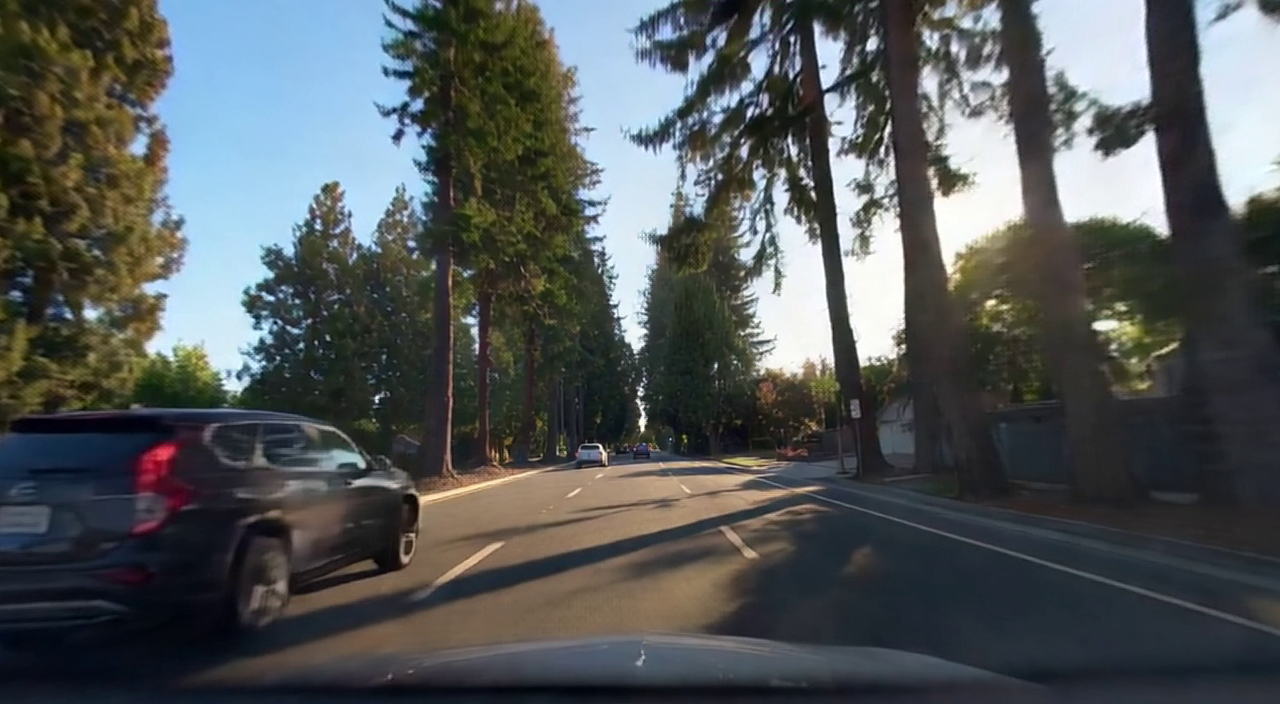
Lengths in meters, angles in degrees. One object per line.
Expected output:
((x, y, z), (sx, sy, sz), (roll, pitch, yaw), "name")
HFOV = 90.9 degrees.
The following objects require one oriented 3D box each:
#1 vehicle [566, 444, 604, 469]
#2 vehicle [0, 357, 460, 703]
((-3.454, 6.654, 40.252), (2.021, 1.466, 4.330), (0, -9, 1), "vehicle")
((-3.223, 1.210, 5.199), (2.058, 1.671, 4.704), (0, -9, 0), "vehicle")
